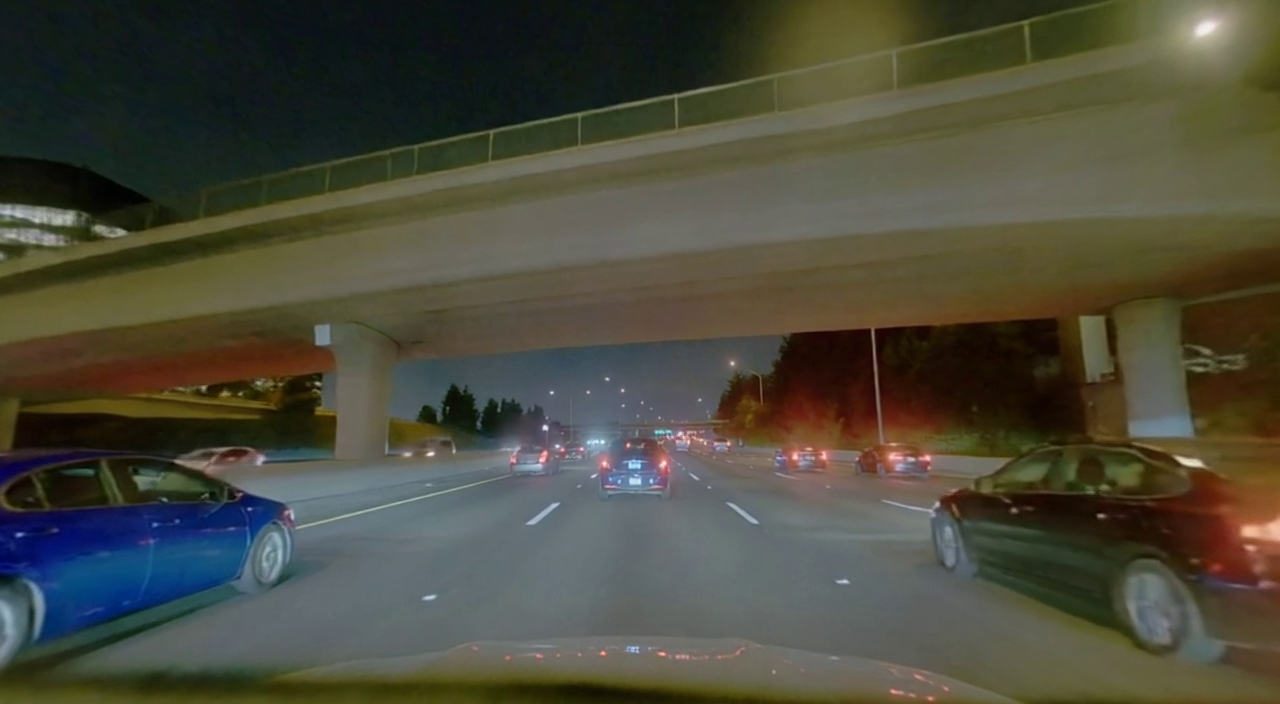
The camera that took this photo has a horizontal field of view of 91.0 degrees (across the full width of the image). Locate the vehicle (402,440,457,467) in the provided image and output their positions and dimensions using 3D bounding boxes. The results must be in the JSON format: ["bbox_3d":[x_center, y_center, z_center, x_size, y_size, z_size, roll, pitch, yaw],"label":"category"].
[{"bbox_3d":[-14.413,6.991,43.366,2.102,1.715,4.669,0,-9,1],"label":"vehicle"}]

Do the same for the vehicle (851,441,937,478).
[{"bbox_3d":[11.335,4.833,28.484,2.008,1.516,4.385,0,-9,0],"label":"vehicle"}]

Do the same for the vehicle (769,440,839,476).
[{"bbox_3d":[7.681,5.015,29.995,2.049,1.521,4.604,0,-9,0],"label":"vehicle"}]

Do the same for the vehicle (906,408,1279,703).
[{"bbox_3d":[3.922,1.272,4.531,2.031,1.492,4.577,0,-9,0],"label":"vehicle"}]

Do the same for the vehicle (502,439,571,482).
[{"bbox_3d":[-3.996,4.255,24.994,1.947,1.516,4.295,0,-9,1],"label":"vehicle"}]

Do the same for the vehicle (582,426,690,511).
[{"bbox_3d":[-0.064,2.672,14.814,2.181,1.697,4.021,0,-9,1],"label":"vehicle"}]

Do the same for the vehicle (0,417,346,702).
[{"bbox_3d":[-4.324,1.310,4.808,1.974,1.478,4.412,0,-9,0],"label":"vehicle"}]
